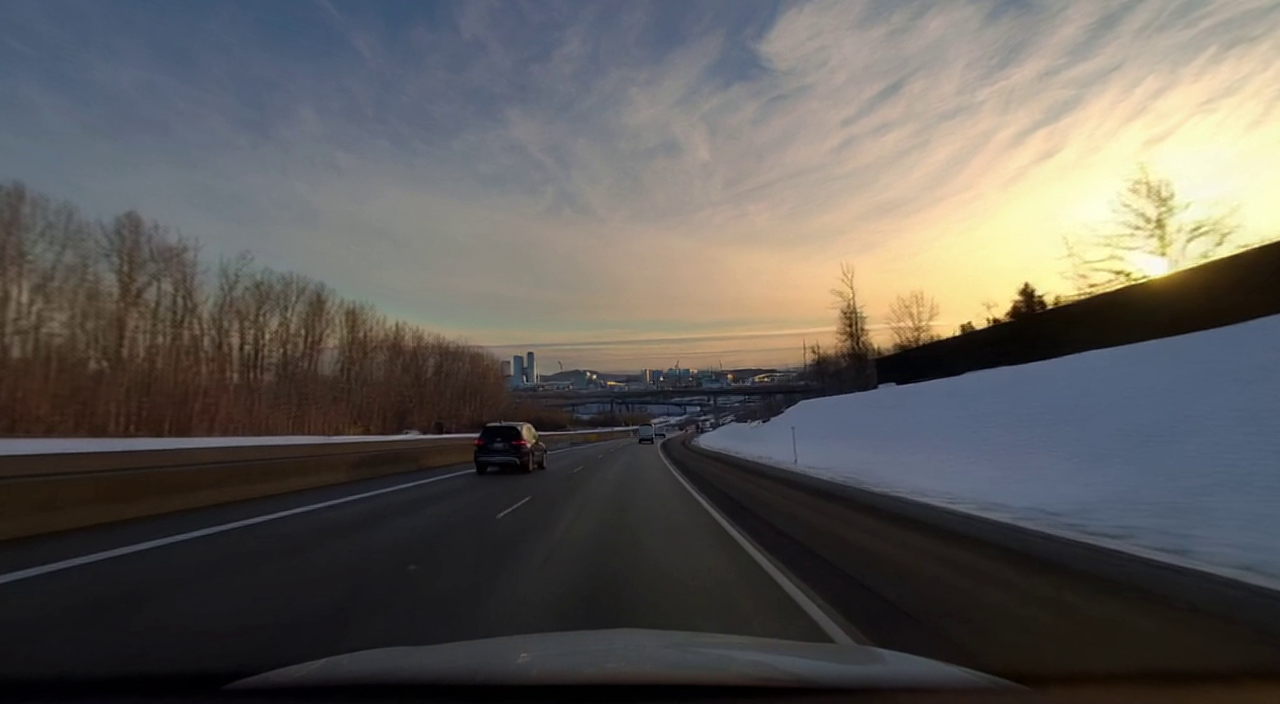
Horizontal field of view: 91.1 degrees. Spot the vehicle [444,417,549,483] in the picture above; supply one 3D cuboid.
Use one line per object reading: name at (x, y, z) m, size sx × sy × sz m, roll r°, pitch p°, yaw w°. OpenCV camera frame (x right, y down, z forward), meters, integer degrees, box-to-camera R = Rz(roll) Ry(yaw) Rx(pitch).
vehicle at (-4.008, 2.827, 18.403) m, size 2.018 × 1.678 × 4.312 m, roll 0°, pitch -8°, yaw 1°
